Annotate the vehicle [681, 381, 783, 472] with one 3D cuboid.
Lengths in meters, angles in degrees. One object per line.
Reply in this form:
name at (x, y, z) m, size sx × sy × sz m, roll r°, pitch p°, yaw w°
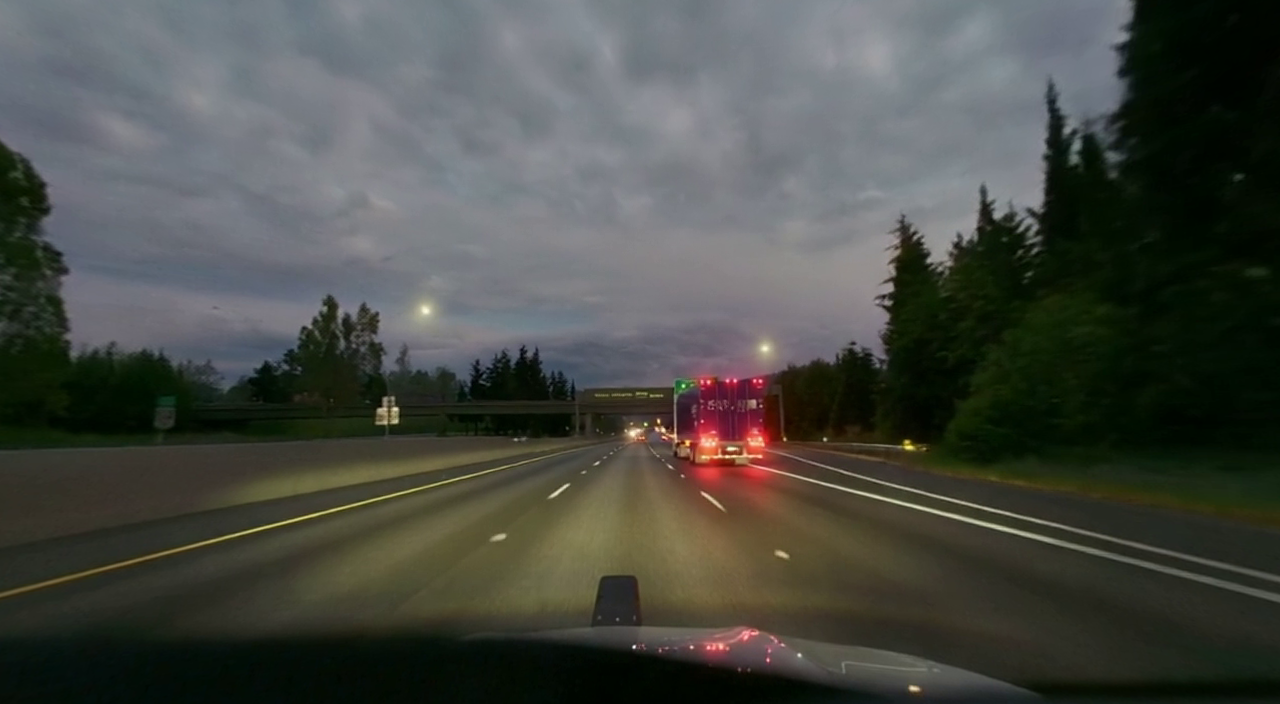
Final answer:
vehicle at (3.799, 3.525, 29.154) m, size 2.849 × 3.391 × 11.018 m, roll 0°, pitch -8°, yaw -1°
